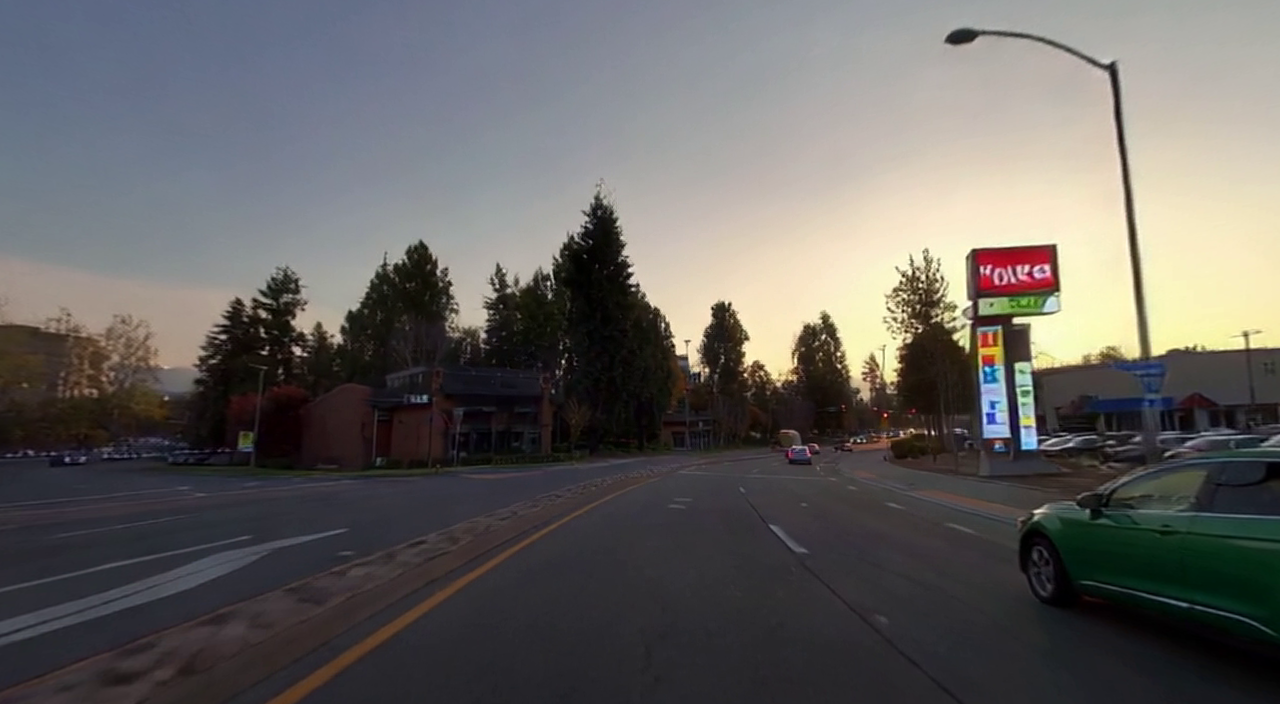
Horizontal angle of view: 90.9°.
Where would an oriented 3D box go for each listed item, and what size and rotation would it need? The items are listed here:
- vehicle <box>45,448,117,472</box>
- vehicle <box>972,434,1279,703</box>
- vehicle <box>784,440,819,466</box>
[{"bbox_3d":[-36.284,6.994,41.039,1.779,1.458,4.279,3,-9,-16],"label":"vehicle"},{"bbox_3d":[4.353,1.302,4.131,1.938,1.466,4.434,0,-9,0],"label":"vehicle"},{"bbox_3d":[11.815,7.339,45.885,2.311,1.715,4.287,-2,-9,16],"label":"vehicle"}]
